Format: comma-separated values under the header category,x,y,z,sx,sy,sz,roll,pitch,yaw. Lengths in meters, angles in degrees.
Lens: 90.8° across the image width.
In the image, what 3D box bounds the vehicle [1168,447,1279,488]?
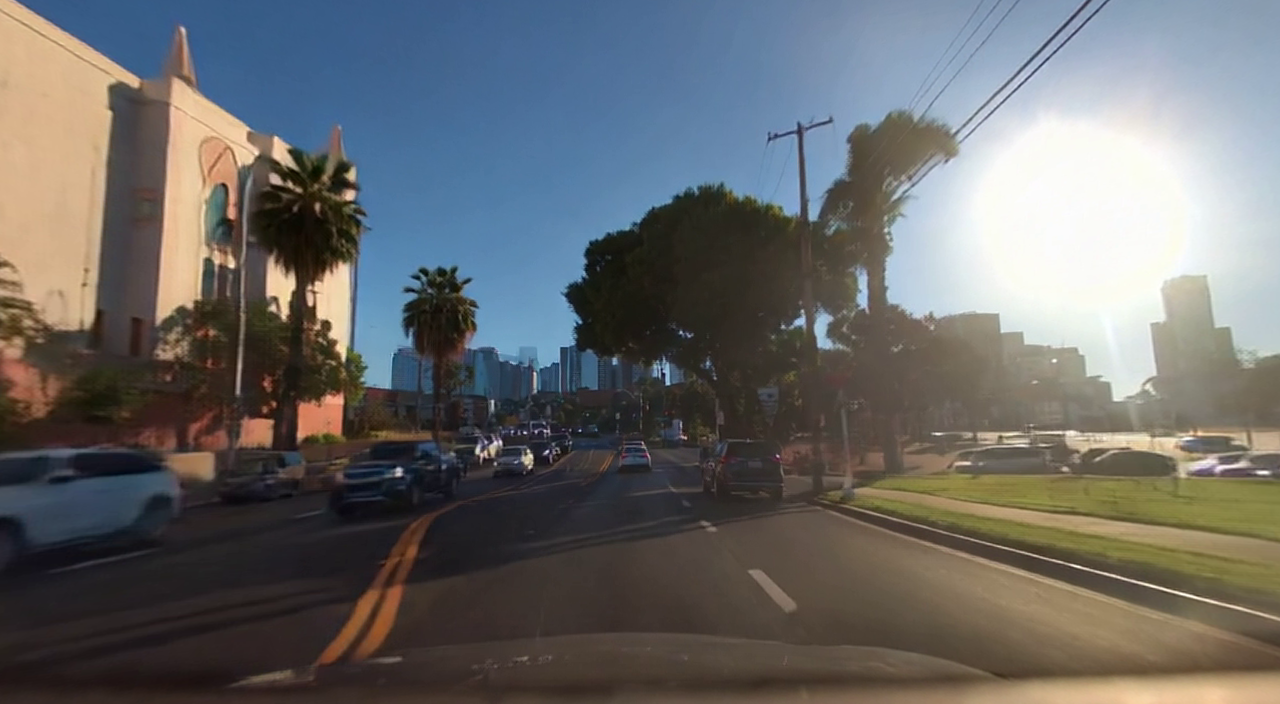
category,x,y,z,sx,sy,sz,roll,pitch,yaw
vehicle,25.264,4.878,26.885,3.611,1.590,2.171,0,-8,0

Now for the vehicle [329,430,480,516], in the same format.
category,x,y,z,sx,sy,sz,roll,pitch,yaw
vehicle,-5.881,3.057,16.572,2.106,1.890,4.783,0,-8,0

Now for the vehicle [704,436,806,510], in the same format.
category,x,y,z,sx,sy,sz,roll,pitch,yaw
vehicle,3.166,3.414,18.327,1.995,1.858,4.333,0,-8,-2

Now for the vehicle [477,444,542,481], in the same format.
category,x,y,z,sx,sy,sz,roll,pitch,yaw
vehicle,-6.064,5.172,29.897,2.168,1.572,4.635,0,-8,-1

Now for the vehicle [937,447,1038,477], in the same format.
category,x,y,z,sx,sy,sz,roll,pitch,yaw
vehicle,20.332,6.448,37.114,4.540,1.386,2.337,-4,-9,-1

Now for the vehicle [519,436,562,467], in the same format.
category,x,y,z,sx,sy,sz,roll,pitch,yaw
vehicle,-6.429,6.489,41.416,2.138,1.858,4.788,0,-8,-1

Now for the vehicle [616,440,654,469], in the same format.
category,x,y,z,sx,sy,sz,roll,pitch,yaw
vehicle,-0.315,6.209,38.503,2.196,1.655,3.939,0,-8,-1

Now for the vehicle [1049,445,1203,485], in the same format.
category,x,y,z,sx,sy,sz,roll,pitch,yaw
vehicle,20.542,4.778,26.892,4.673,1.592,2.193,-1,-8,2

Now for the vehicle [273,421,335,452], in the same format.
category,x,y,z,sx,sy,sz,roll,pitch,yaw
vehicle,-21.693,5.449,40.730,3.716,1.517,1.826,3,-7,35

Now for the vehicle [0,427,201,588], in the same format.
category,x,y,z,sx,sy,sz,roll,pitch,yaw
vehicle,-8.807,2.110,9.111,2.037,1.939,3.958,0,-8,0
